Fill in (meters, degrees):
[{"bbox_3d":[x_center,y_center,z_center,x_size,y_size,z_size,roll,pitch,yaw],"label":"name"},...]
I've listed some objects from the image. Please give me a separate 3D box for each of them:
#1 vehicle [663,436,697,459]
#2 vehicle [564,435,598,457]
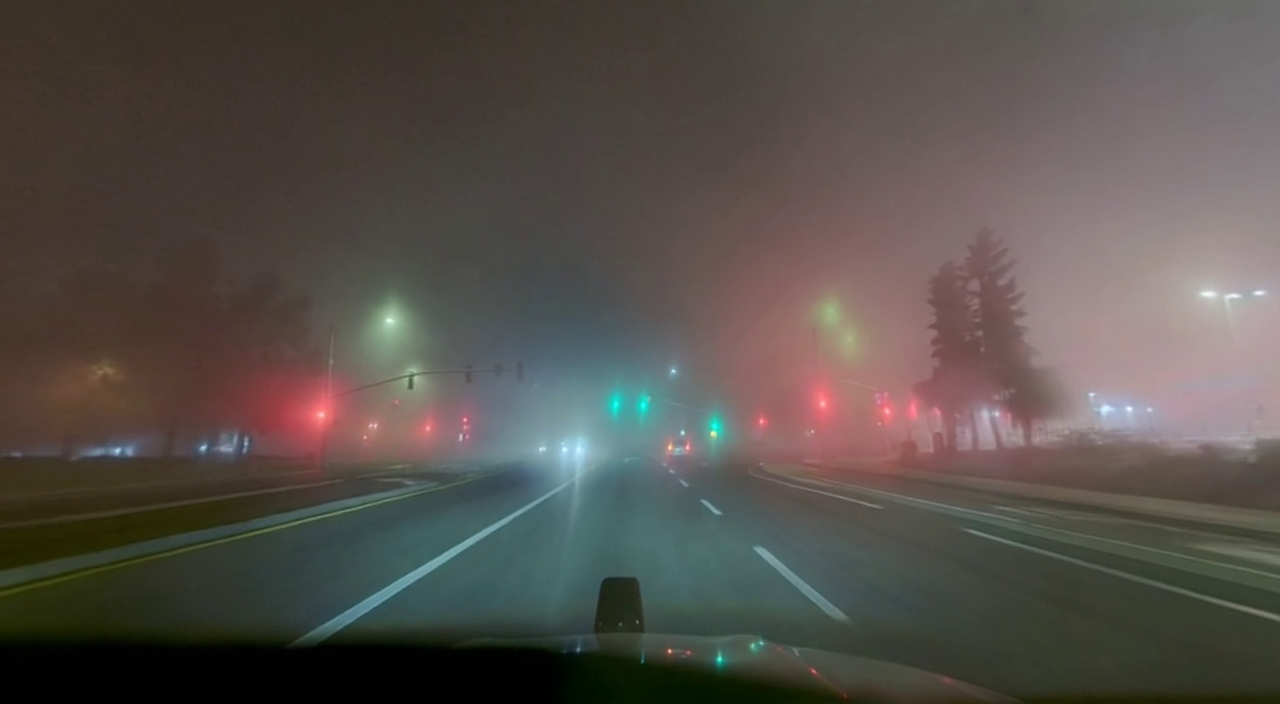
[{"bbox_3d":[2.813,6.842,45.495,2.130,1.524,4.722,0,-8,0],"label":"vehicle"},{"bbox_3d":[-4.220,6.846,45.921,1.973,1.526,4.533,0,-8,0],"label":"vehicle"}]
